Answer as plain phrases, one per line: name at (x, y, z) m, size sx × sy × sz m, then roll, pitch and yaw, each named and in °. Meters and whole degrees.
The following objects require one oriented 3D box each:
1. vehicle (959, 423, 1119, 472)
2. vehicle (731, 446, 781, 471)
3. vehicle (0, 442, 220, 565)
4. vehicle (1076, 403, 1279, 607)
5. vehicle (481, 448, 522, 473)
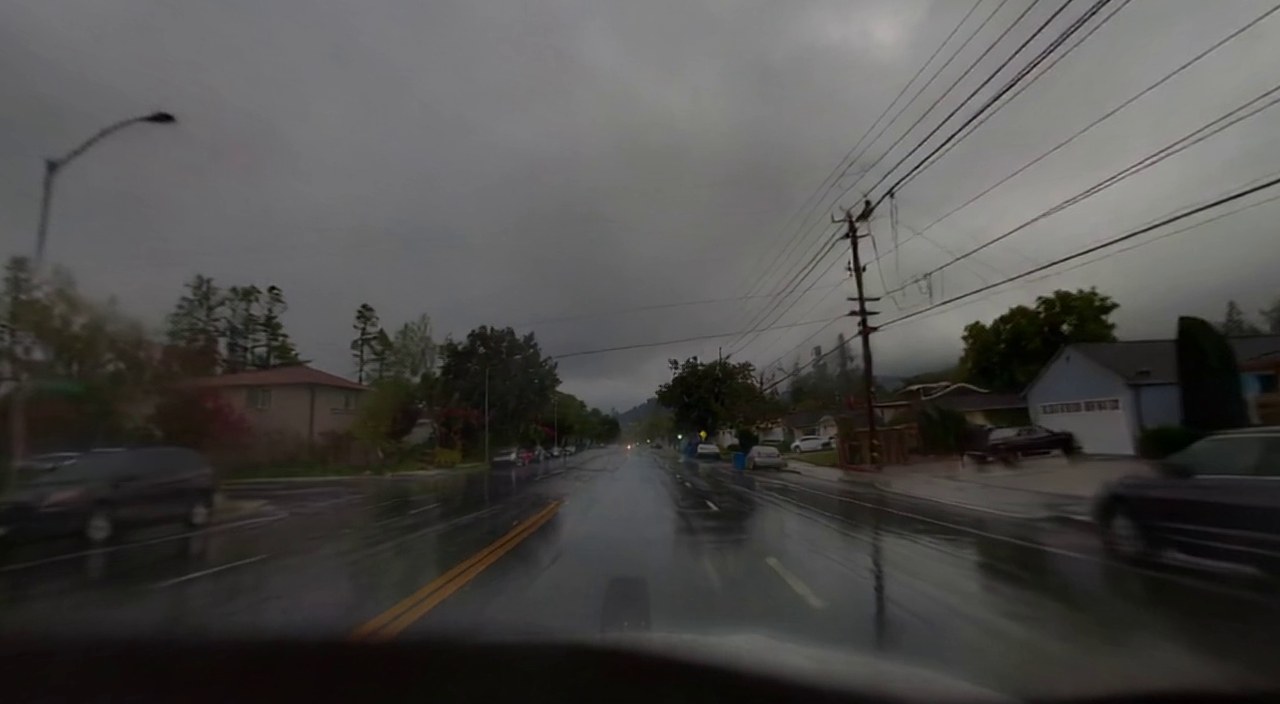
vehicle at (14.466, 3.496, 23.056) m, size 4.479 × 1.671 × 1.913 m, roll 0°, pitch -8°, yaw 1°
vehicle at (7.077, 6.546, 38.934) m, size 2.070 × 1.428 × 4.636 m, roll 0°, pitch -8°, yaw -1°
vehicle at (-10.495, 2.730, 12.107) m, size 1.984 × 1.762 × 4.266 m, roll -3°, pitch -6°, yaw 0°
vehicle at (6.601, 1.323, 5.478) m, size 2.194 × 1.741 × 4.800 m, roll 0°, pitch -8°, yaw 1°
vehicle at (-10.060, 7.904, 46.097) m, size 1.965 × 1.675 × 4.577 m, roll 0°, pitch -8°, yaw 0°
